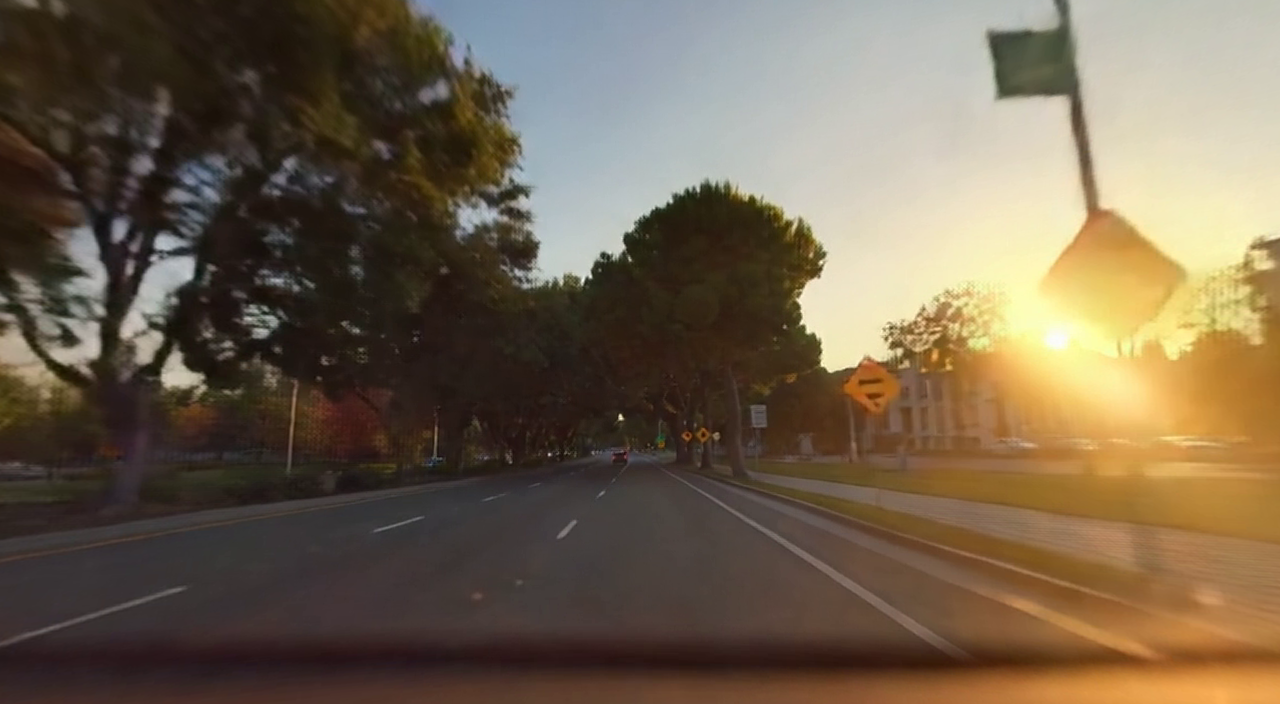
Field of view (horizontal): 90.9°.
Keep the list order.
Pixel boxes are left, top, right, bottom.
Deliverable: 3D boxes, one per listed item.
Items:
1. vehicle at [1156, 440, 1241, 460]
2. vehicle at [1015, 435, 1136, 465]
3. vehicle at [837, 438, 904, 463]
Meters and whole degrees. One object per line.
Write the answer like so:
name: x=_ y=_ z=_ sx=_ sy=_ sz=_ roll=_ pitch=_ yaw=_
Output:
vehicle: x=44.130 y=7.772 z=49.956 sx=1.734 sy=1.466 sz=4.611 roll=5 pitch=-10 yaw=-31
vehicle: x=27.511 y=6.241 z=40.091 sx=2.196 sy=1.745 sz=5.838 roll=6 pitch=-10 yaw=-33
vehicle: x=14.576 y=6.261 z=40.066 sx=3.641 sy=1.408 sz=1.584 roll=-2 pitch=-9 yaw=5
